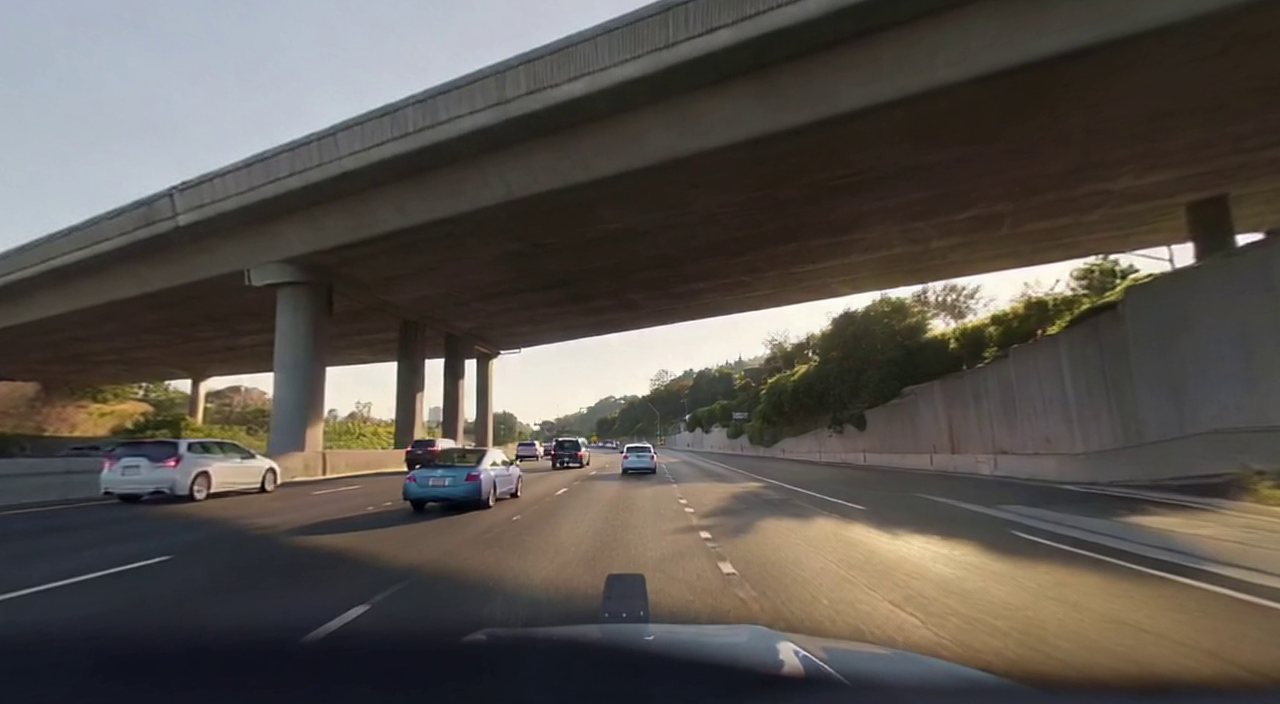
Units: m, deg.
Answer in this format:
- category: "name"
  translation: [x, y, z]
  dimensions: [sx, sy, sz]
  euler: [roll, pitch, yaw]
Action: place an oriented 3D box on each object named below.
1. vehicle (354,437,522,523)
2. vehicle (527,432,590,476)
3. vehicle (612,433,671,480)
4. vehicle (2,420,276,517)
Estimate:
- category: "vehicle"
  translation: [-3.981, 2.580, 13.323]
  dimensions: [1.997, 1.490, 4.471]
  euler: [0, -8, 1]
- category: "vehicle"
  translation: [-3.663, 4.668, 29.069]
  dimensions: [2.237, 1.841, 4.683]
  euler: [0, -8, 1]
- category: "vehicle"
  translation: [0.049, 4.146, 25.206]
  dimensions: [2.160, 1.678, 4.178]
  euler: [0, -8, 0]
- category: "vehicle"
  translation: [-10.994, 2.577, 14.480]
  dimensions: [2.119, 1.816, 5.019]
  euler: [0, -8, 0]
